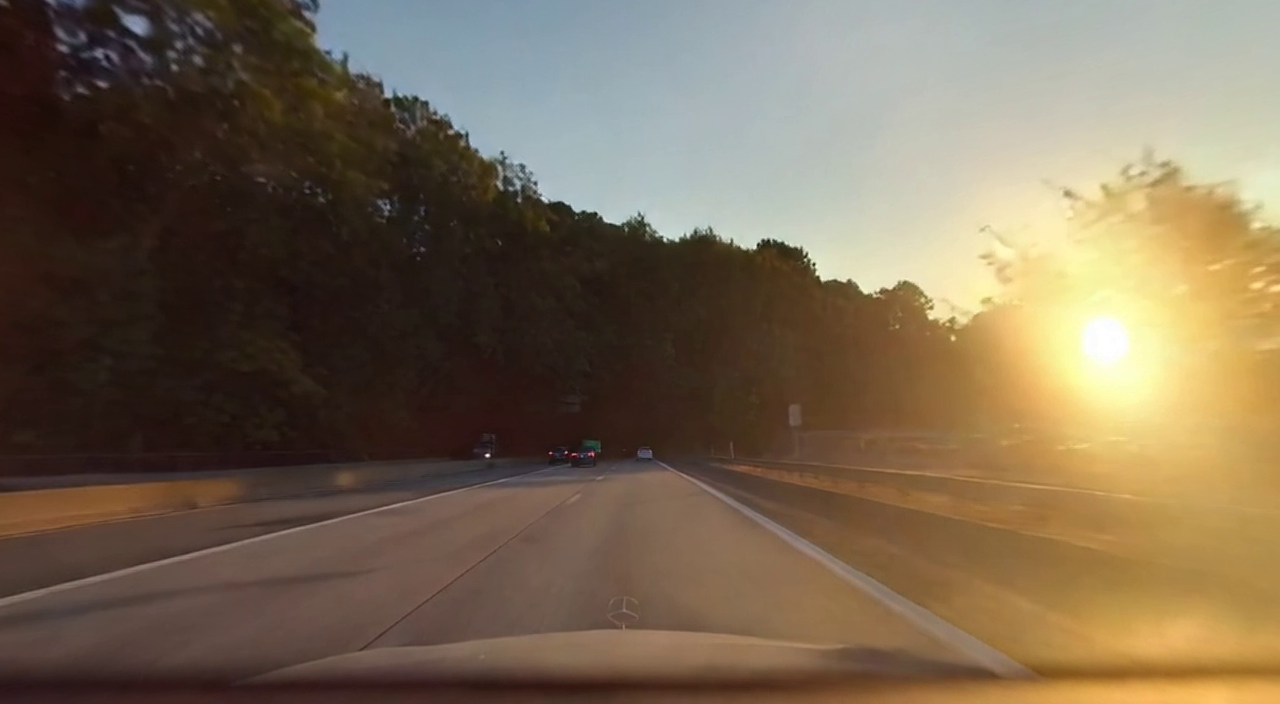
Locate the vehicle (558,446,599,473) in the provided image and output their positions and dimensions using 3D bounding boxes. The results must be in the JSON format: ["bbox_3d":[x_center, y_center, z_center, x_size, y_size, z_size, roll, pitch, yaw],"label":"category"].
[{"bbox_3d":[-3.569,6.331,37.263,2.112,1.498,4.117,0,-9,-1],"label":"vehicle"}]

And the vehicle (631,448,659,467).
[{"bbox_3d":[0.330,7.958,47.653,1.989,1.402,3.831,0,-9,-1],"label":"vehicle"}]
